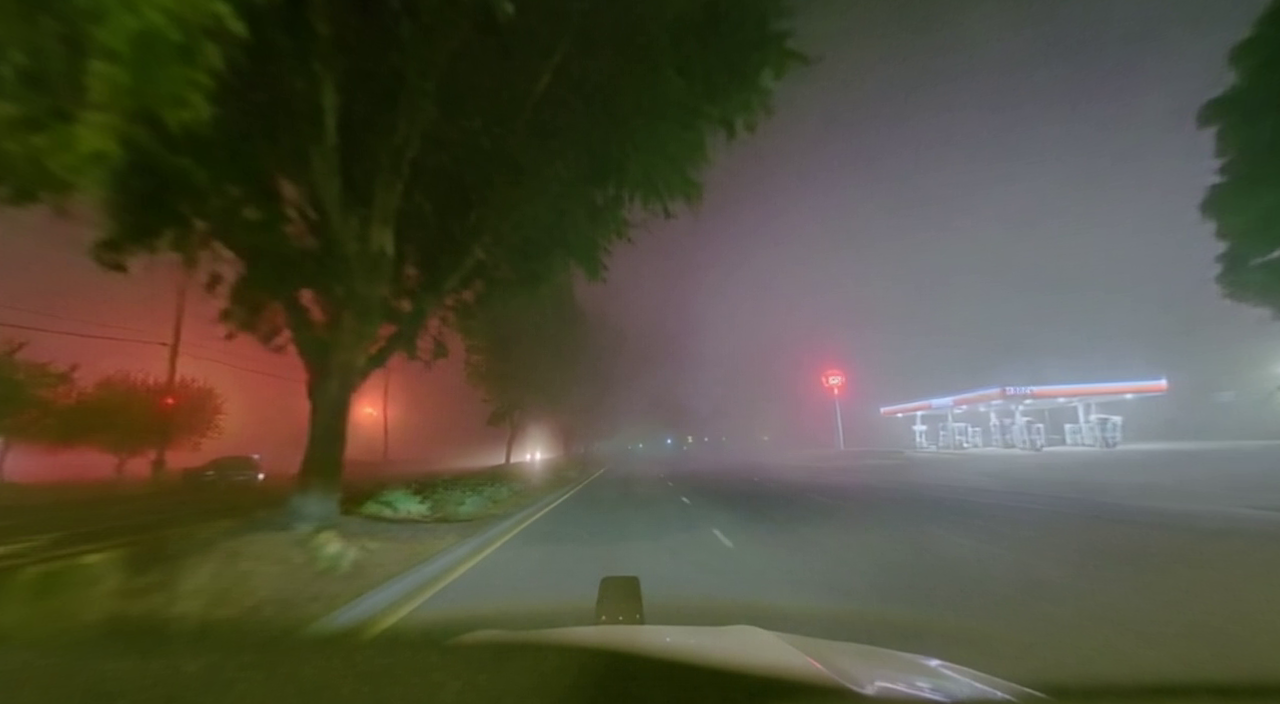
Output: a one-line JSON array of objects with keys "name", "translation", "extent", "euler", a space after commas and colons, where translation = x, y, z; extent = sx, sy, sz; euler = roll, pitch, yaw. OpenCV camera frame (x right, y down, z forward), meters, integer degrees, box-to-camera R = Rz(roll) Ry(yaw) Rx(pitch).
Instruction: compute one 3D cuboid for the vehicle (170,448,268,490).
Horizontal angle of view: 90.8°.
[{"name": "vehicle", "translation": [-22.243, 6.150, 33.648], "extent": [2.076, 1.927, 4.749], "euler": [-2, -8, -2]}]
